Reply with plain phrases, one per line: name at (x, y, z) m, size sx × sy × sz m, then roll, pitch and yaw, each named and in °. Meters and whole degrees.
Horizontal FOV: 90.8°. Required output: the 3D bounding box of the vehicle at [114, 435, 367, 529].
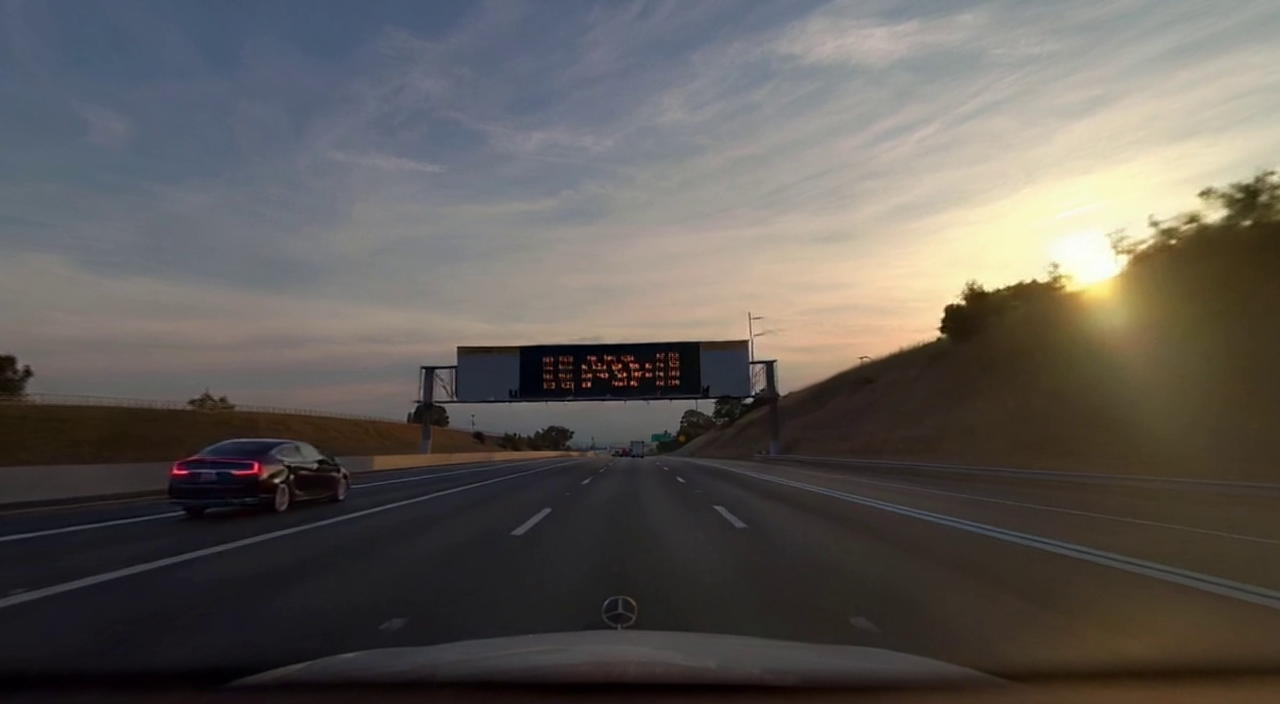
vehicle at (-7.721, 2.528, 12.990) m, size 2.005 × 1.545 × 4.874 m, roll 0°, pitch -9°, yaw 0°
